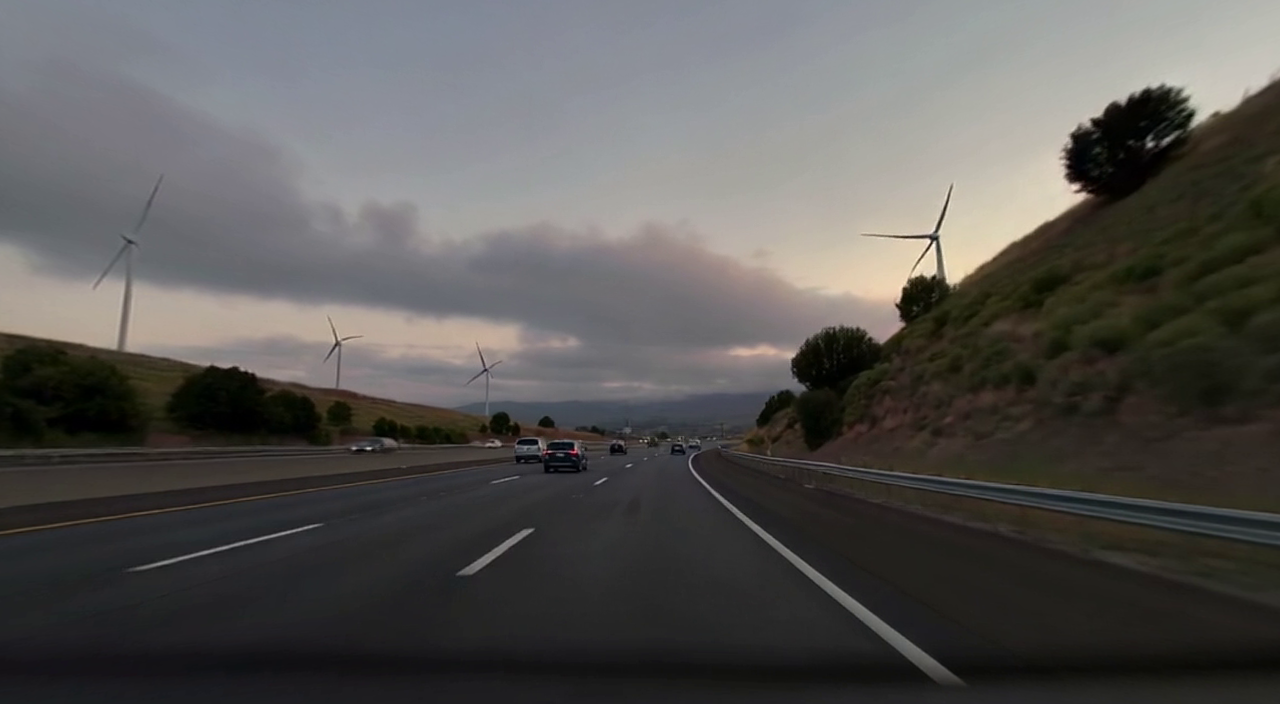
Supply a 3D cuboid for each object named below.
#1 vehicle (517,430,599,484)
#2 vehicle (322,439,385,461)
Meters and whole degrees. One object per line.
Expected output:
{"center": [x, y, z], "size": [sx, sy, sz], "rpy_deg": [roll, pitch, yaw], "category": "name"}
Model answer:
{"center": [-2.760, 3.673, 22.257], "size": [2.118, 1.702, 4.355], "rpy_deg": [0, -8, 3], "category": "vehicle"}
{"center": [-19.845, 6.788, 43.836], "size": [2.135, 1.441, 4.228], "rpy_deg": [0, -9, 4], "category": "vehicle"}
